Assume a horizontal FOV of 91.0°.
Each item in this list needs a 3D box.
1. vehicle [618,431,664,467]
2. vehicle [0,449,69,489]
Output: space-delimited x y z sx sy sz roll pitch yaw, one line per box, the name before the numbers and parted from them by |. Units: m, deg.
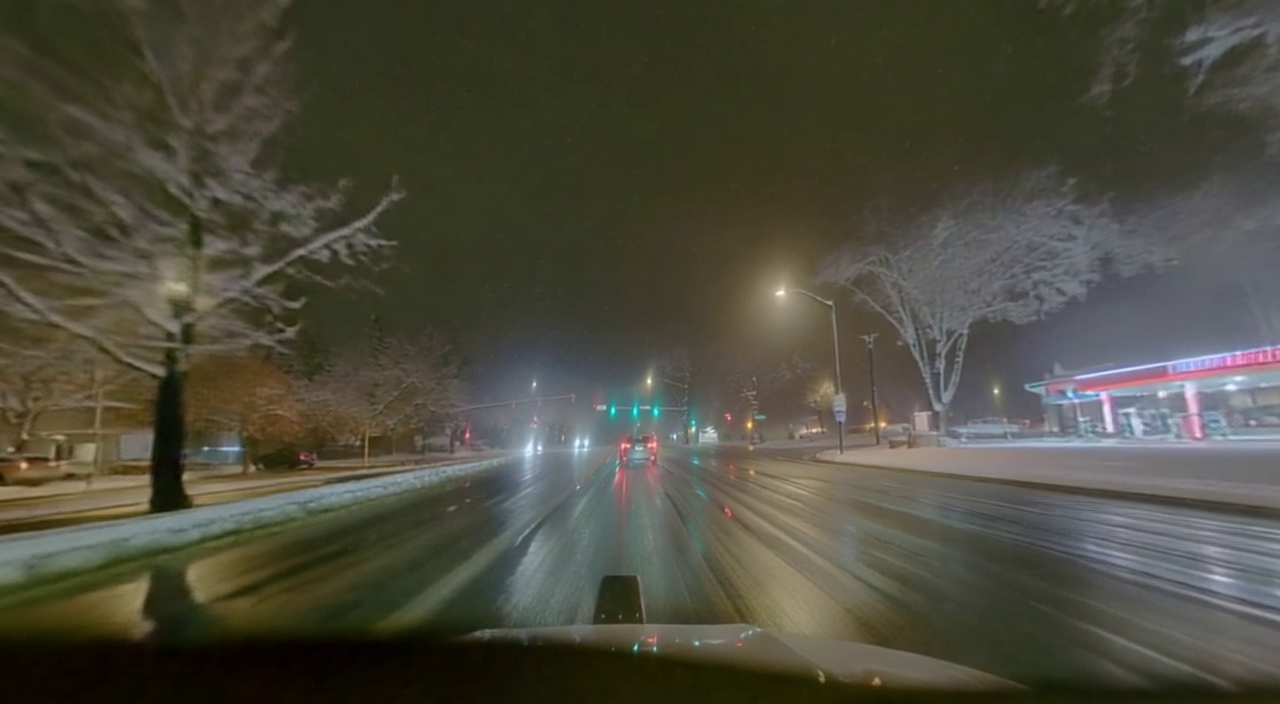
vehicle | 0.031 4.968 32.359 2.213 1.715 4.242 0 -8 -1
vehicle | -28.704 5.305 28.845 4.749 1.666 1.859 -4 -9 24
